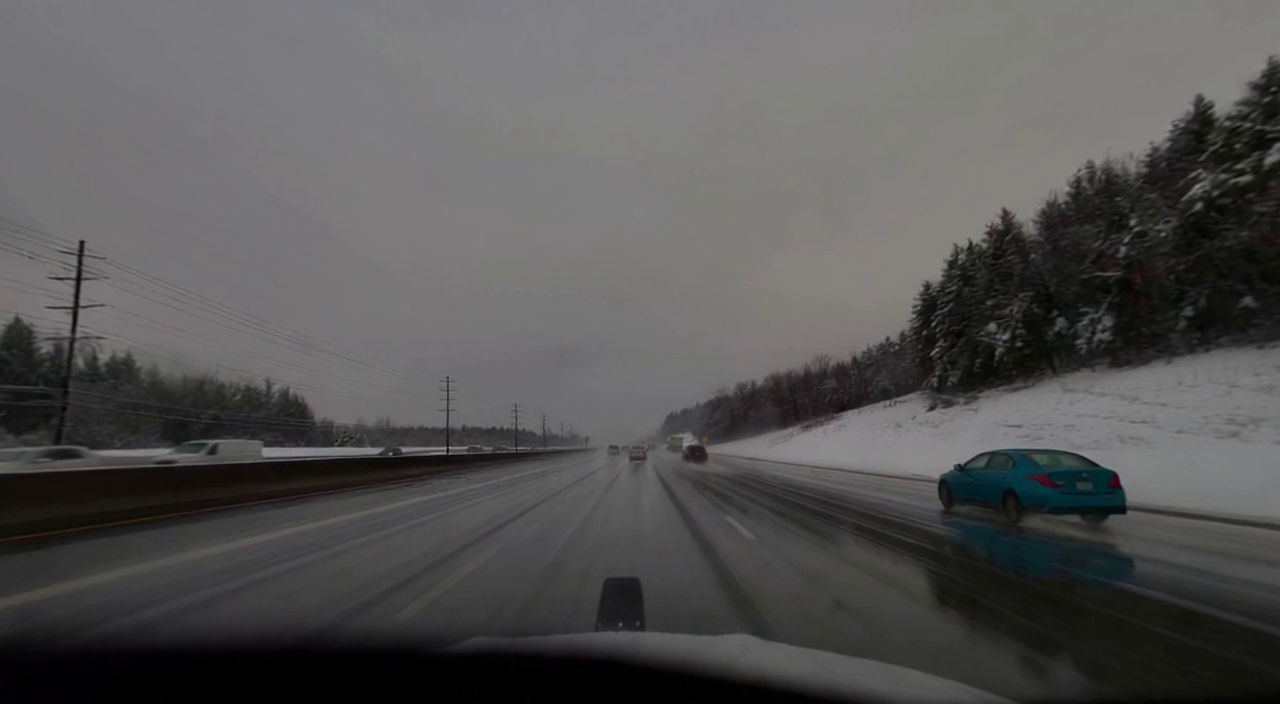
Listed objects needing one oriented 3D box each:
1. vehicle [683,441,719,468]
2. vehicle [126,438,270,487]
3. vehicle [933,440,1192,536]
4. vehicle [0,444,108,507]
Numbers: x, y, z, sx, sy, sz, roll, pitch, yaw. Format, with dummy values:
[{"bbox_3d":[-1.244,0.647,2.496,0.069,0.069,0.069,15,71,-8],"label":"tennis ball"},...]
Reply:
[{"bbox_3d":[4.265,7.288,44.787,2.159,1.782,4.673,0,-8,1],"label":"vehicle"},{"bbox_3d":[-19.783,4.936,28.655,2.204,1.959,5.810,0,-8,1],"label":"vehicle"},{"bbox_3d":[8.128,2.617,12.876,1.970,1.545,4.818,0,-8,0],"label":"vehicle"},{"bbox_3d":[-16.467,3.143,16.248,1.795,1.502,4.053,0,-8,2],"label":"vehicle"}]
